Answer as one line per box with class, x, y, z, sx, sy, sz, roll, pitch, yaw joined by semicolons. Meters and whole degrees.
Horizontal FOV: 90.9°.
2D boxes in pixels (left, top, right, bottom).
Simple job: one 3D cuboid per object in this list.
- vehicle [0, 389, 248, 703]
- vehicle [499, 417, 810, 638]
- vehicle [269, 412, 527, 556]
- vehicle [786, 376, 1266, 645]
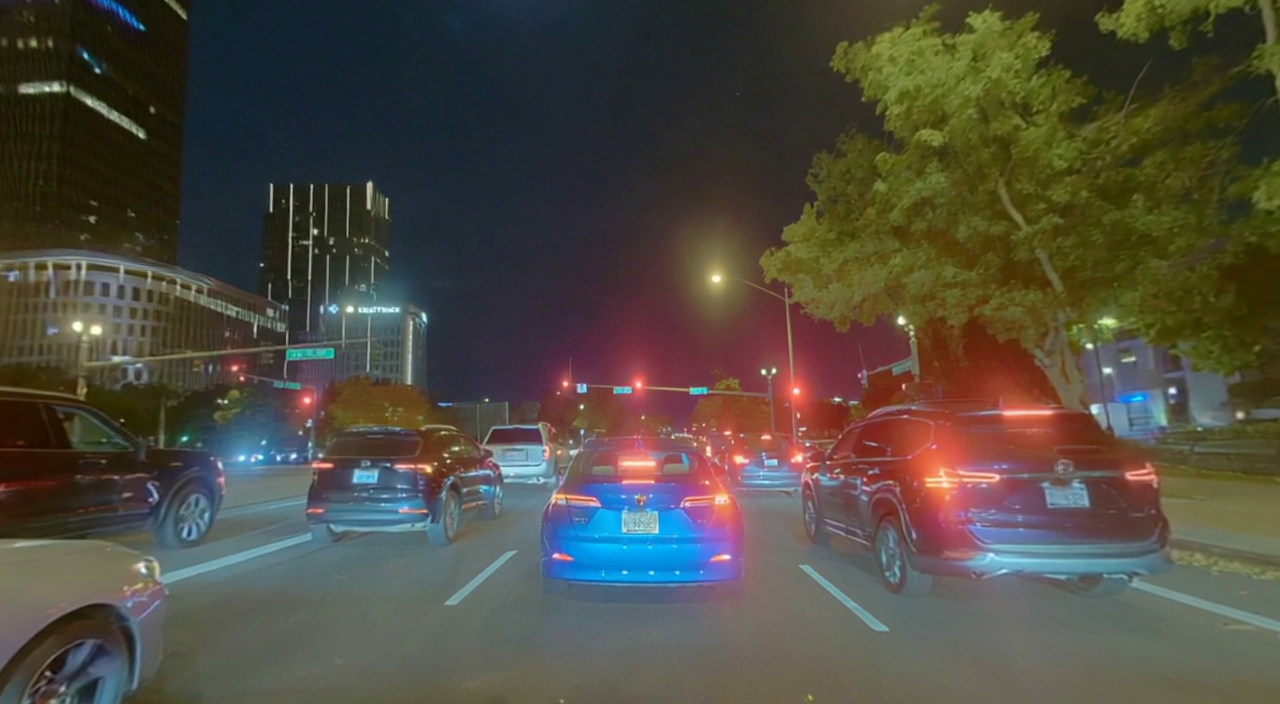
vehicle;-3.386;0.750;1.258;2.144;1.505;4.635;-1;-9;1
vehicle;0.094;1.513;6.415;2.147;1.507;3.953;0;-8;0
vehicle;-3.353;1.946;9.992;2.168;1.719;4.561;-1;-9;1
vehicle;3.108;1.382;6.479;2.108;1.785;4.334;0;-8;-1
